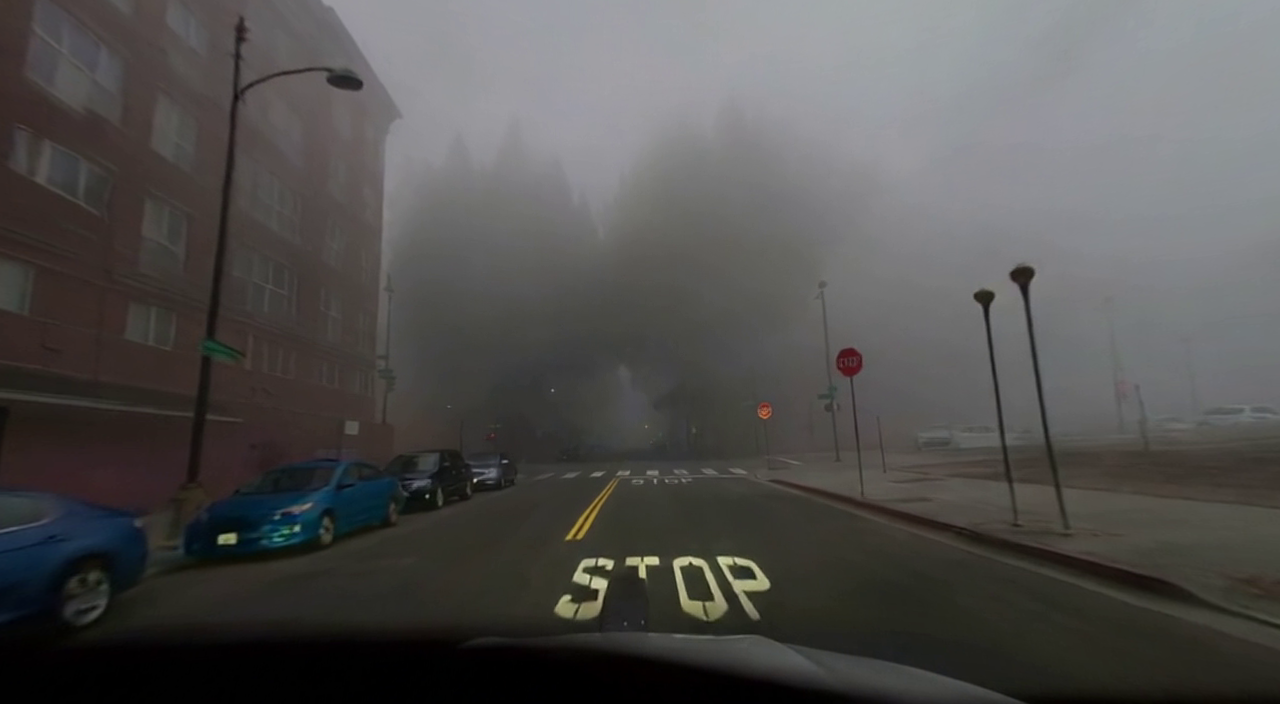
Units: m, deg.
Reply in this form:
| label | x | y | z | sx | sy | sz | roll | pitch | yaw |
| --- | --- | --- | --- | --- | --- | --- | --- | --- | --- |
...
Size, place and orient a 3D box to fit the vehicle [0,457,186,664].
| label | x | y | z | sx | sy | sz | roll | pitch | yaw |
| --- | --- | --- | --- | --- | --- | --- | --- | --- | --- |
| vehicle | -5.619 | 1.508 | 4.299 | 1.834 | 1.463 | 4.337 | 0 | -8 | -1 |

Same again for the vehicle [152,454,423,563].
| label | x | y | z | sx | sy | sz | roll | pitch | yaw |
| --- | --- | --- | --- | --- | --- | --- | --- | --- | --- |
| vehicle | -5.683 | 2.544 | 11.062 | 2.131 | 1.407 | 4.547 | 0 | -8 | 0 |

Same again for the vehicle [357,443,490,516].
| label | x | y | z | sx | sy | sz | roll | pitch | yaw |
| --- | --- | --- | --- | --- | --- | --- | --- | --- | --- |
| vehicle | -5.492 | 3.243 | 16.686 | 1.901 | 1.631 | 4.570 | 0 | -8 | 0 |
